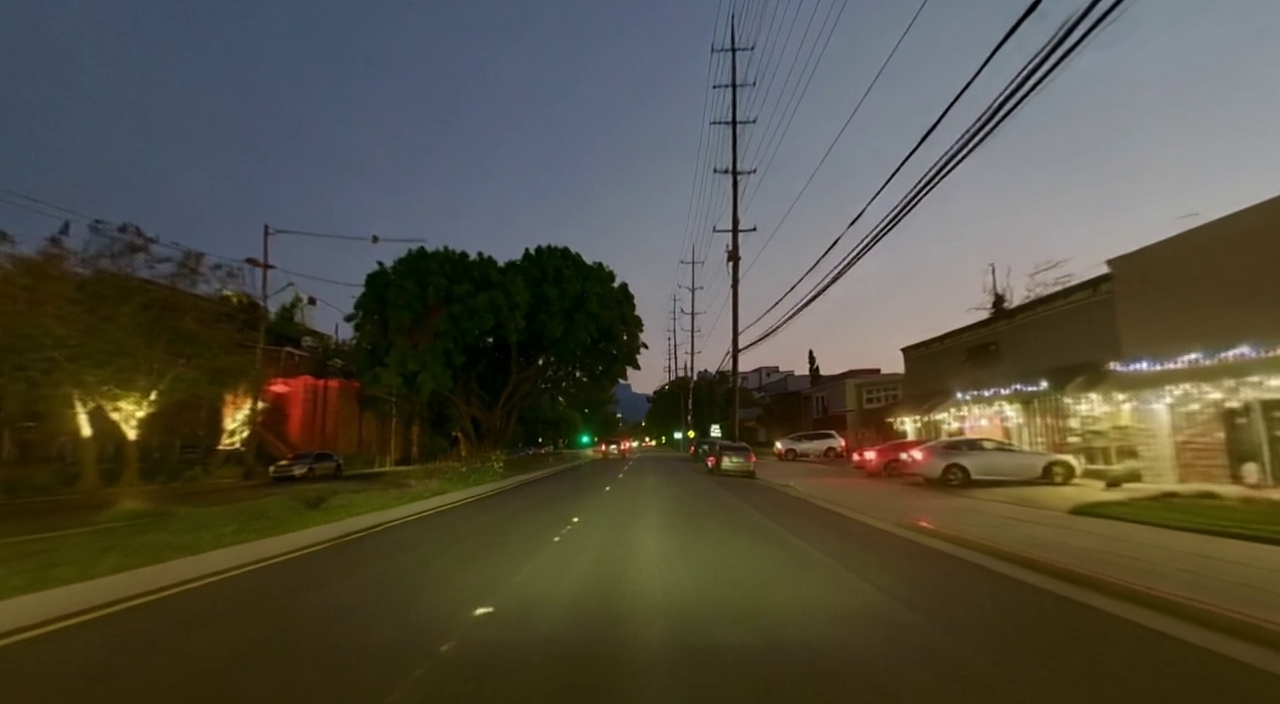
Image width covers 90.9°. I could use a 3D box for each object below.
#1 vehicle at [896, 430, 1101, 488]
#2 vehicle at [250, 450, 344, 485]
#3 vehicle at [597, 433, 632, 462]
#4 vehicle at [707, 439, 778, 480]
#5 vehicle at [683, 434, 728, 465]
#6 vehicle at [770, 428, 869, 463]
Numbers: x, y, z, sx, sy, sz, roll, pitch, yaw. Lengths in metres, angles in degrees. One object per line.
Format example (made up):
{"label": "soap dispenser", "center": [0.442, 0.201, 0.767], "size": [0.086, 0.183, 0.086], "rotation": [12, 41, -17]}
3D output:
{"label": "vehicle", "center": [9.650, 2.893, 17.234], "size": [4.430, 1.480, 1.923], "rotation": [0, -8, -2]}
{"label": "vehicle", "center": [-16.473, 5.530, 30.557], "size": [1.954, 1.497, 4.613], "rotation": [0, -8, 0]}
{"label": "vehicle", "center": [-1.774, 6.817, 45.074], "size": [2.202, 1.961, 4.980], "rotation": [0, -8, 1]}
{"label": "vehicle", "center": [3.978, 4.259, 25.245], "size": [2.042, 1.465, 4.455], "rotation": [0, -8, 0]}
{"label": "vehicle", "center": [4.240, 6.455, 41.858], "size": [2.280, 1.904, 5.779], "rotation": [0, -8, -1]}
{"label": "vehicle", "center": [9.891, 5.208, 35.011], "size": [4.818, 1.847, 2.257], "rotation": [-1, -8, 2]}
